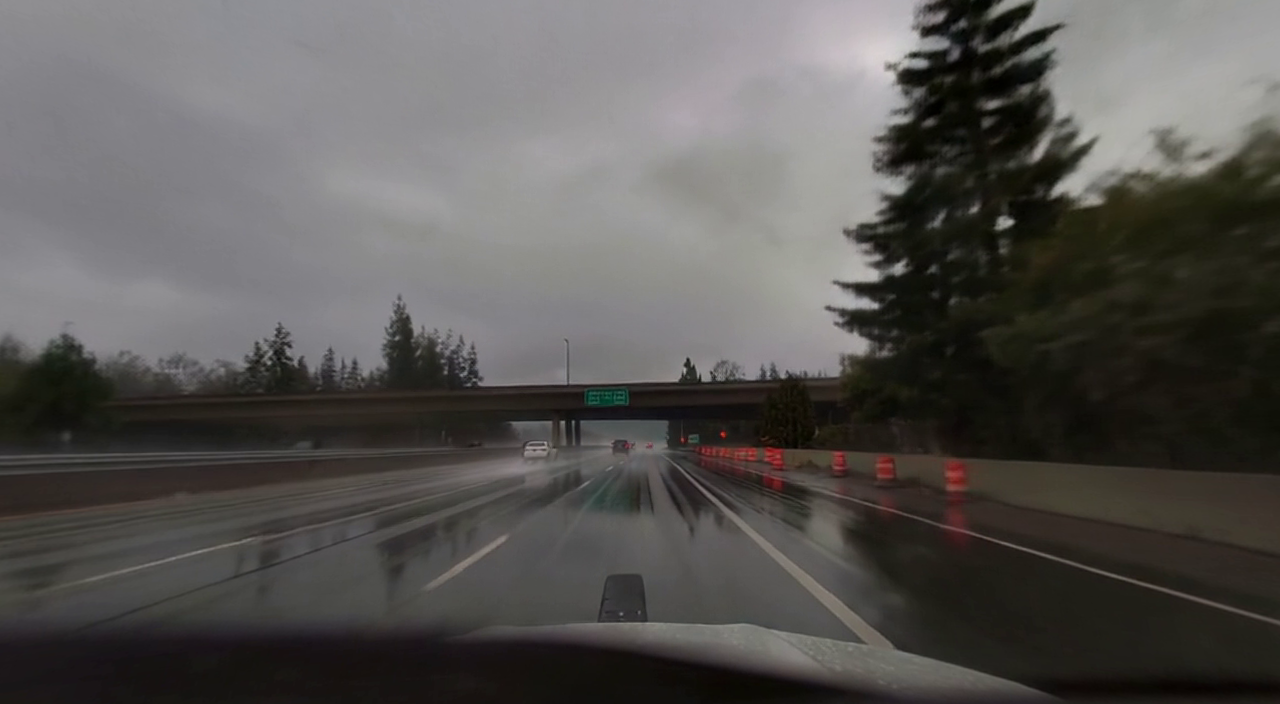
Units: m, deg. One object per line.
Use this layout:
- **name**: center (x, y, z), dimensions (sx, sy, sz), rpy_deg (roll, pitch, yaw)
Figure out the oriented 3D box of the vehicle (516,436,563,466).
- **vehicle**: center (-6.437, 6.403, 40.818), dimensions (2.103, 1.775, 4.966), rpy_deg (0, -8, 1)
